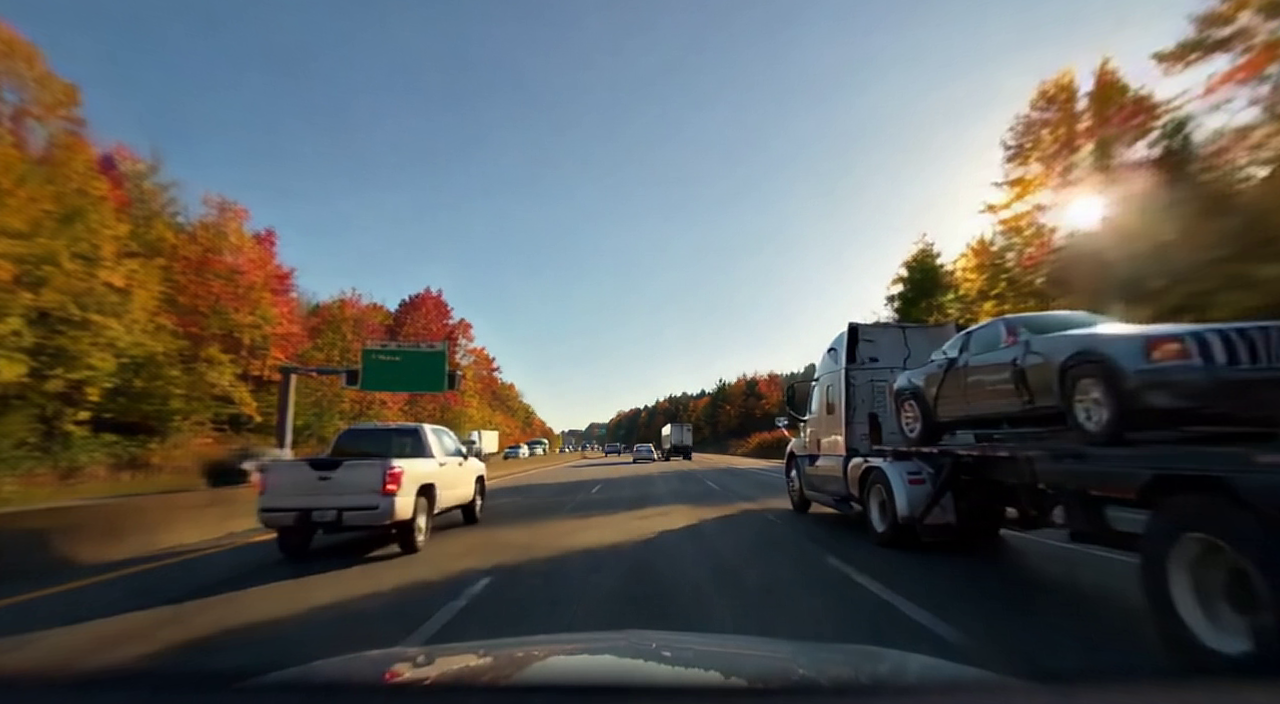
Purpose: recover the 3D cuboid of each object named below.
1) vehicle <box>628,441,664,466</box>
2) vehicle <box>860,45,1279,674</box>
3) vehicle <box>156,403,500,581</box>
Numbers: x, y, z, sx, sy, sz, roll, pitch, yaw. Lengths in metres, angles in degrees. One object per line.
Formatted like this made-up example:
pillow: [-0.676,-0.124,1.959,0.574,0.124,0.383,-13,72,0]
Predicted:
vehicle: [0.364,6.395,39.862,2.152,1.484,4.211,0,-8,1]
vehicle: [4.926,-0.023,2.859,3.150,3.257,13.098,0,-8,0]
vehicle: [-3.488,1.674,8.377,2.077,1.669,4.739,0,-8,1]
